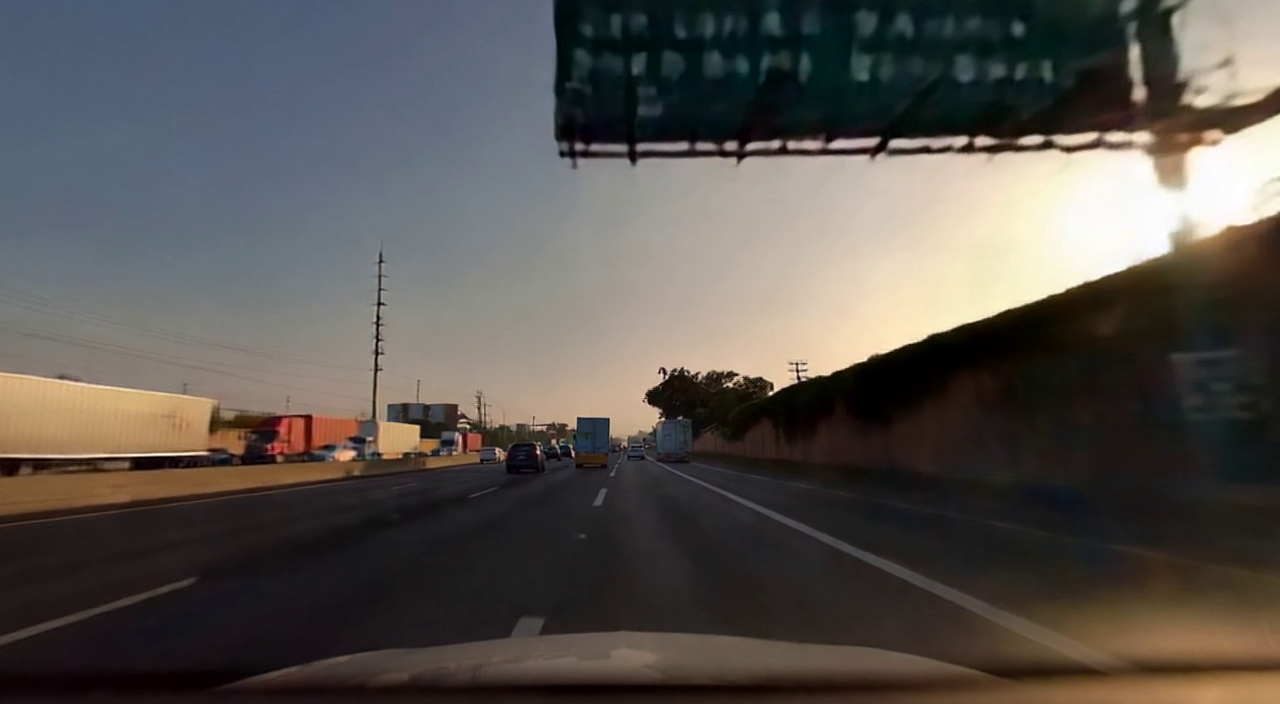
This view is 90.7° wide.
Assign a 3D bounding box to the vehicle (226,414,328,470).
[{"bbox_3d":[-27.208,6.876,48.042,2.985,3.820,8.369,0,-9,-3],"label":"vehicle"}]

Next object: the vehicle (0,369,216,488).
[{"bbox_3d":[-22.870,3.220,25.449,2.814,3.929,13.332,0,-9,-2],"label":"vehicle"}]

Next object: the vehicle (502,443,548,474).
[{"bbox_3d":[-6.662,6.177,37.075,2.132,1.679,4.045,0,-9,-2],"label":"vehicle"}]

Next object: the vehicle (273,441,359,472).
[{"bbox_3d":[-19.284,6.231,37.999,2.180,1.717,5.809,0,-9,-1],"label":"vehicle"}]
